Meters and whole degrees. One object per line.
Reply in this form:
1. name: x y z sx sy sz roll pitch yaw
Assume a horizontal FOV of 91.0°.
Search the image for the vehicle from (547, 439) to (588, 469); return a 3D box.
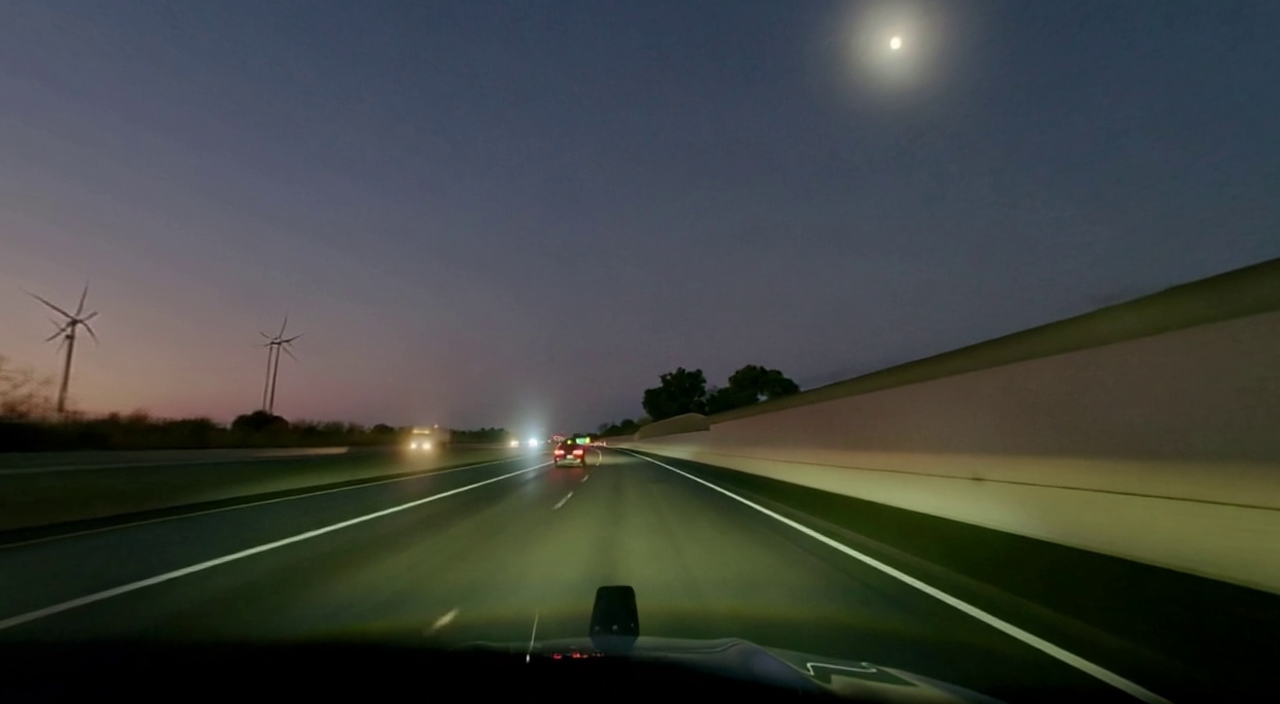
1. vehicle: -4.054 5.757 35.782 2.053 1.549 4.097 0 -8 -3
